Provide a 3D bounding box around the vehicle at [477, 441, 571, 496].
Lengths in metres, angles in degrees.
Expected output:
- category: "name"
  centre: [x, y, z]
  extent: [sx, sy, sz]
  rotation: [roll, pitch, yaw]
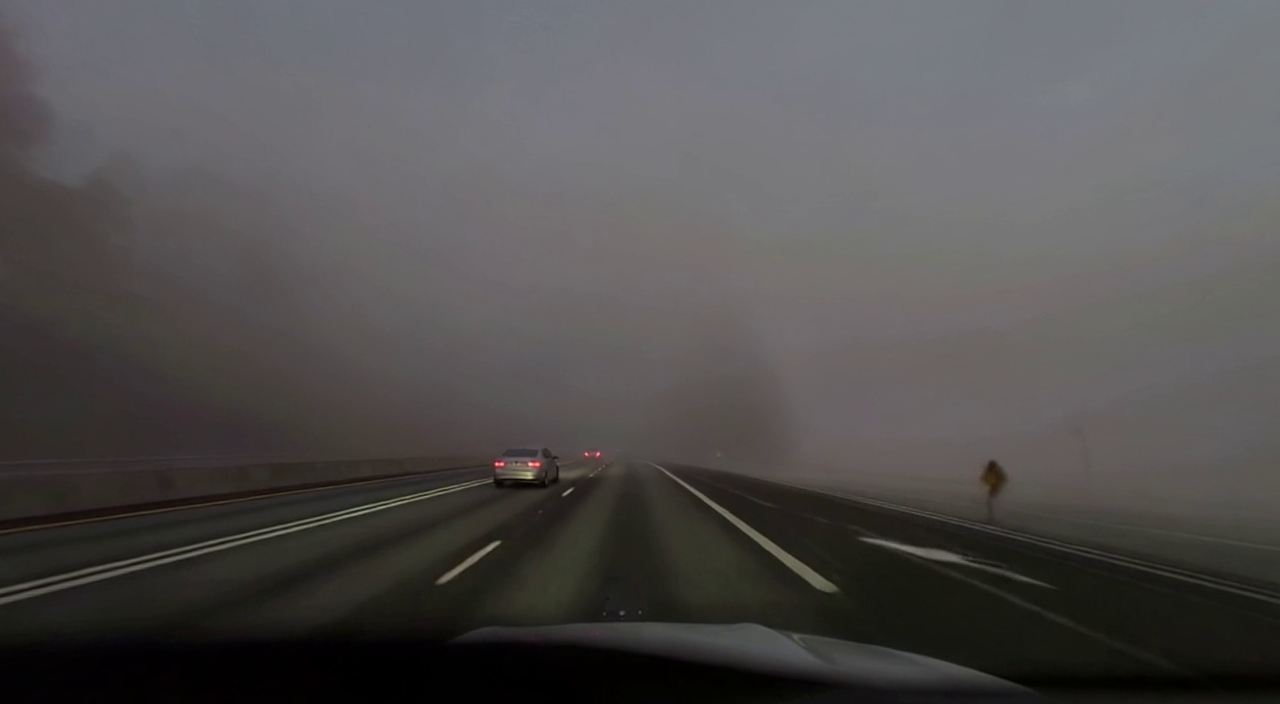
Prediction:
- category: "vehicle"
  centre: [-3.687, 3.834, 21.157]
  extent: [2.184, 1.574, 5.004]
  rotation: [0, -9, 0]
